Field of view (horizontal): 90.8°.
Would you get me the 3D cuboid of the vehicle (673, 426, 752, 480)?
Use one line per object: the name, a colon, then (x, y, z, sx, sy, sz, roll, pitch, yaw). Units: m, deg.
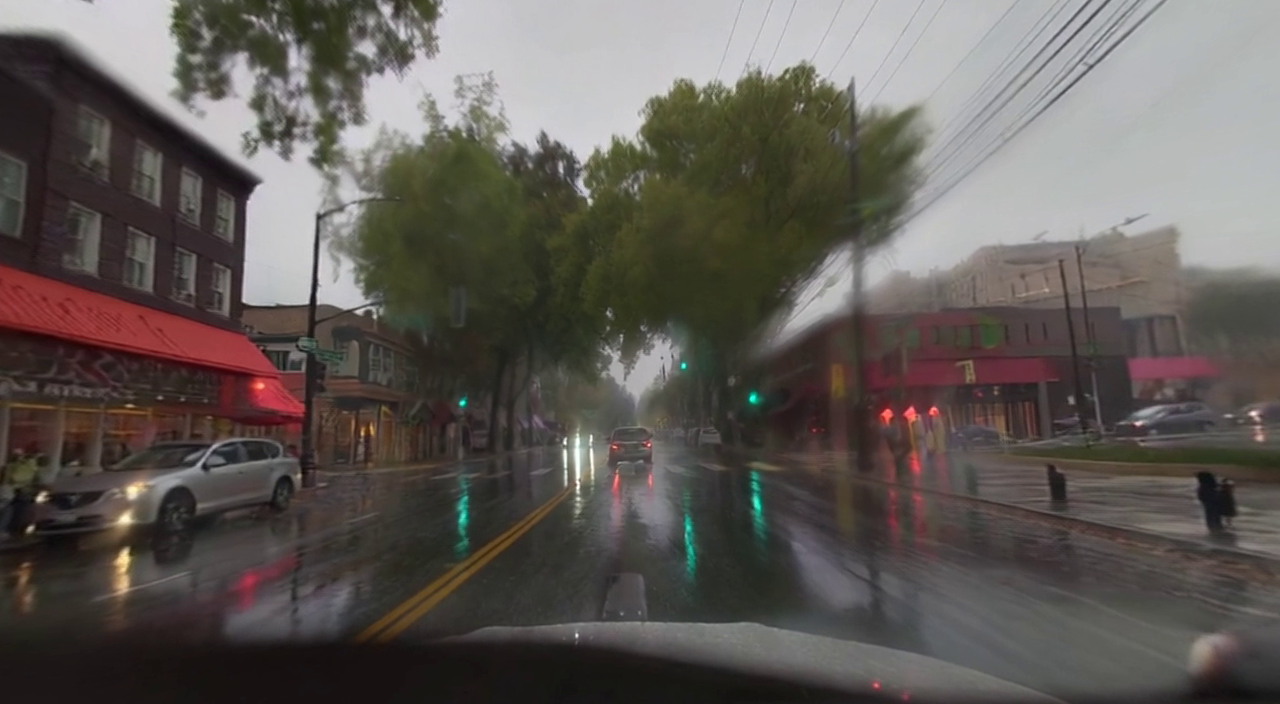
vehicle: (2.294, 3.326, 21.040, 1.998, 1.580, 4.015, 0, -8, -2)

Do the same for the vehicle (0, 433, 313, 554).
vehicle: (-9.739, 2.806, 13.657, 2.048, 1.985, 6.011, 1, -8, 0)

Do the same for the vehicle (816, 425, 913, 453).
vehicle: (12.645, 4.936, 35.757, 4.713, 1.493, 1.875, 0, -8, -2)

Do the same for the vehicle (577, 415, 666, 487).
vehicle: (-0.528, 2.931, 18.922, 2.301, 1.854, 4.919, 0, -8, -1)

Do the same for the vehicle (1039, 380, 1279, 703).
vehicle: (2.832, 0.630, 0.501, 2.146, 1.457, 4.439, 0, -8, 0)

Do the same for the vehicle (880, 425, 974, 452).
vehicle: (16.298, 4.941, 36.039, 4.428, 1.488, 1.980, 0, -8, 1)
